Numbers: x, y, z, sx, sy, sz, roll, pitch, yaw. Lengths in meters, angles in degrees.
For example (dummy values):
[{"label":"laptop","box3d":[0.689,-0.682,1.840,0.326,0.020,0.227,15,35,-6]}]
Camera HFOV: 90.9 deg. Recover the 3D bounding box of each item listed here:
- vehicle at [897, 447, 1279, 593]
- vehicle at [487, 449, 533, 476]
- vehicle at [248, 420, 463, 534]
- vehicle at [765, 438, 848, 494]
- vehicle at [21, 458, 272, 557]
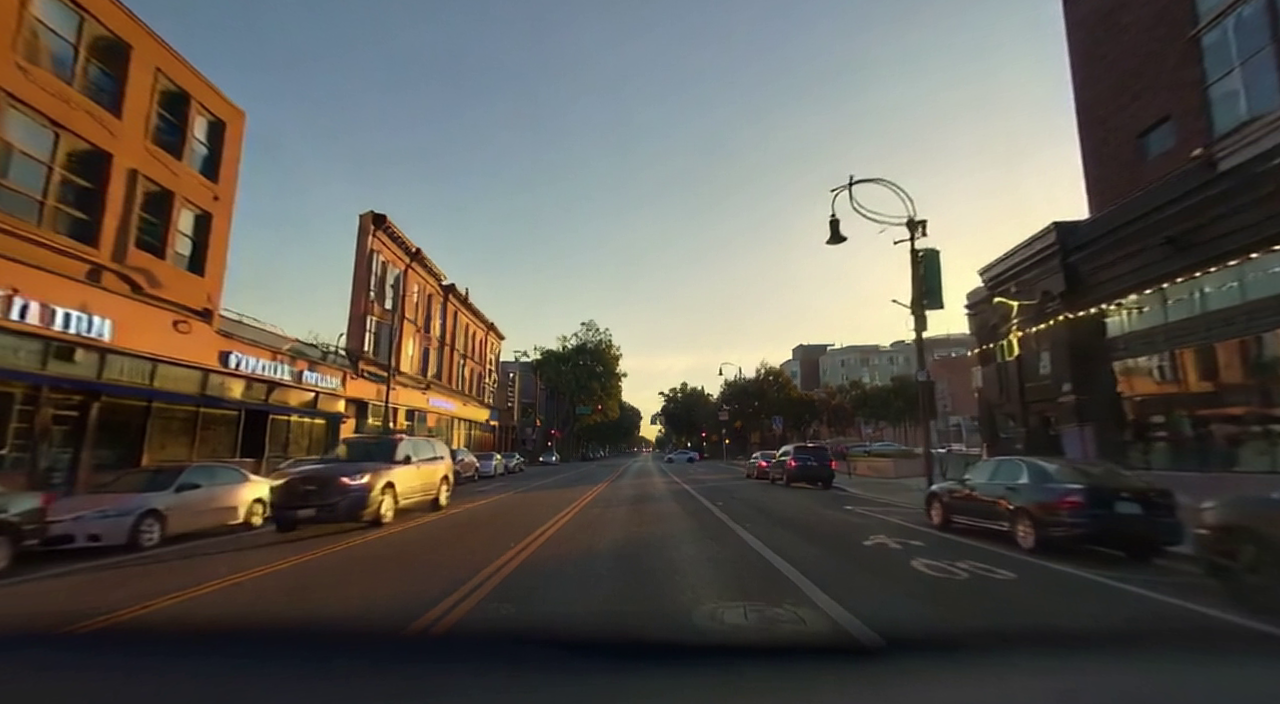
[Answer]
[{"label":"vehicle","box3d":[5.683,2.079,8.868,2.032,1.466,4.660,0,-9,-2]},{"label":"vehicle","box3d":[-8.550,7.312,41.873,1.961,1.627,4.634,0,-8,2]},{"label":"vehicle","box3d":[-5.672,2.556,13.572,2.203,1.937,5.133,0,-9,0]},{"label":"vehicle","box3d":[6.081,4.190,23.605,1.922,1.871,4.477,0,-8,1]},{"label":"vehicle","box3d":[-9.032,2.858,12.020,1.783,1.512,3.678,-1,-11,-1]}]
